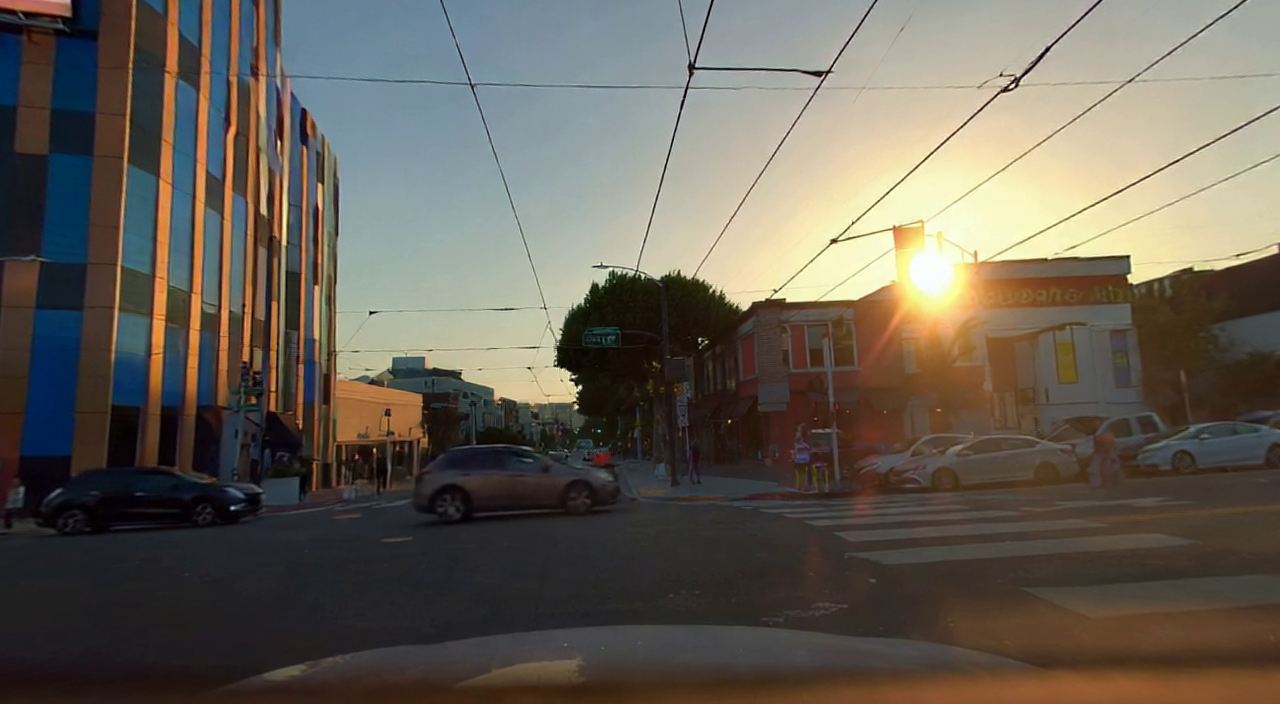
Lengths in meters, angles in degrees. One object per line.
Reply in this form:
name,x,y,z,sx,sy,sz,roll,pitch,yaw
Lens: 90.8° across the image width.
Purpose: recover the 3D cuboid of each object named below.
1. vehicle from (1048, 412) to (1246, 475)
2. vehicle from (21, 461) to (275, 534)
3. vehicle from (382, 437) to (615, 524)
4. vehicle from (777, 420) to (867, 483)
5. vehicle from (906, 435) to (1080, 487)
vehicle,16.753,3.044,21.064,4.944,1.946,1.952,0,-8,-3
vehicle,-12.183,3.609,15.951,4.637,1.624,1.927,0,-9,-4
vehicle,-2.932,2.779,13.914,4.629,1.696,2.098,1,-11,-7
vehicle,7.513,4.102,26.624,2.316,2.425,4.466,1,-7,-2
vehicle,11.388,3.518,20.546,4.697,1.510,1.596,0,-9,-4
